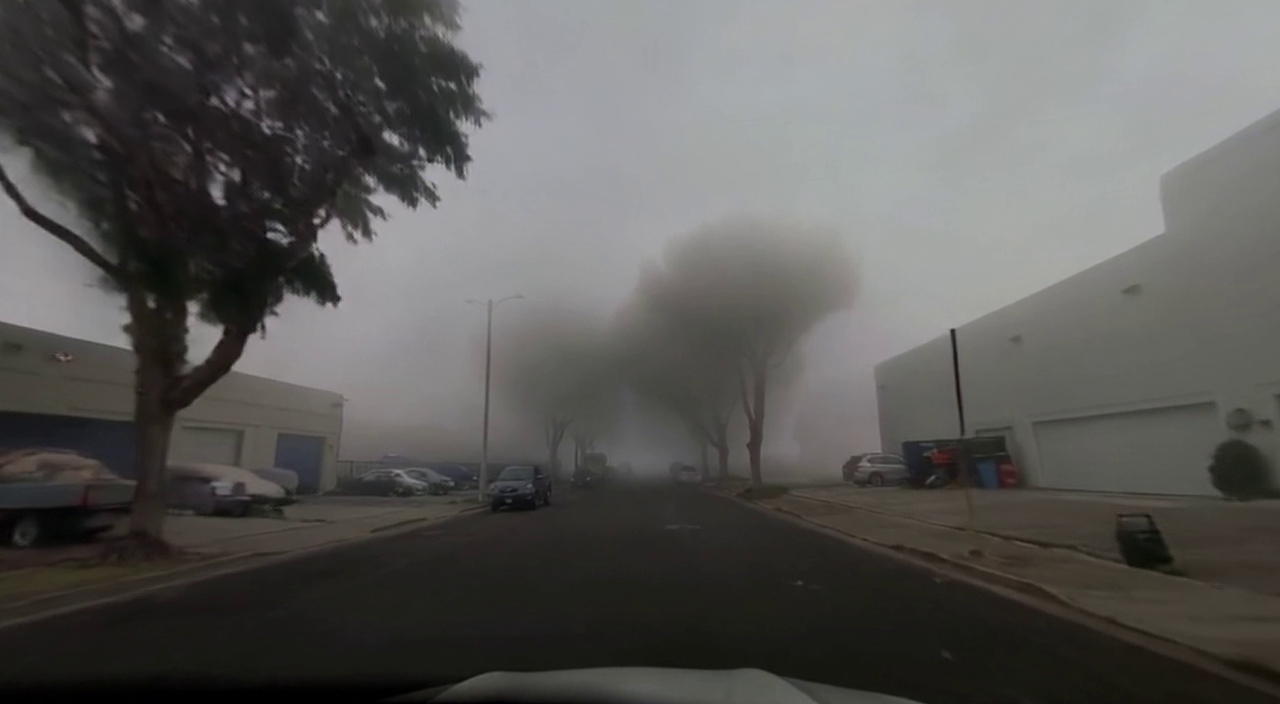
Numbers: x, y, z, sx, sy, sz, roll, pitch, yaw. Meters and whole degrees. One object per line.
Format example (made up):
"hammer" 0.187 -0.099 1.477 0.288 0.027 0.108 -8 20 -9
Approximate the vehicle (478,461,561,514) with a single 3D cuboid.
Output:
"vehicle" -4.134 4.712 22.417 1.927 1.580 4.556 -1 -9 2

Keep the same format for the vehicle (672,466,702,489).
"vehicle" 3.195 8.621 43.410 1.819 1.446 3.909 1 -11 0

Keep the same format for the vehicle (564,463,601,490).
"vehicle" -3.661 8.023 40.766 1.835 1.625 3.674 0 -11 2
